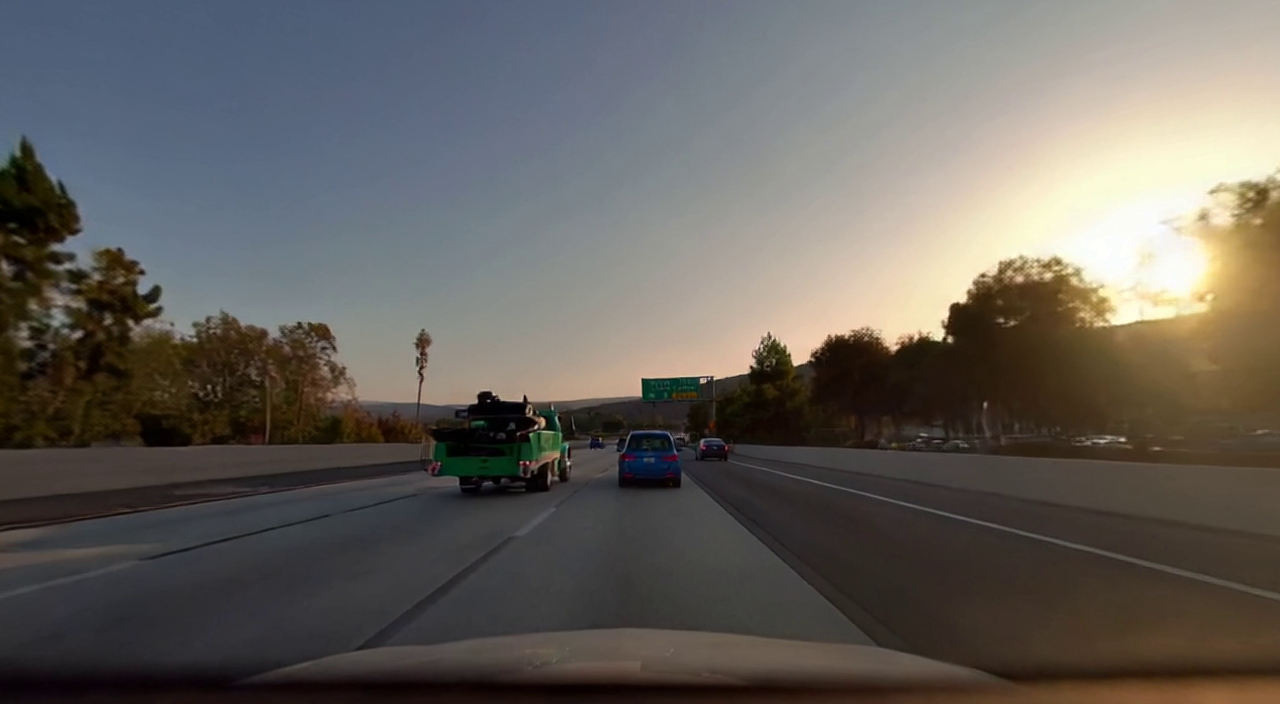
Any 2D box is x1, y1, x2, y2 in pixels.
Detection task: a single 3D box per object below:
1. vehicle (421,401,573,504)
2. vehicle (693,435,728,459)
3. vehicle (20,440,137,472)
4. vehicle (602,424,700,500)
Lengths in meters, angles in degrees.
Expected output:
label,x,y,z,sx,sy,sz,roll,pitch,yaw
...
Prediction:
label,x,y,z,sx,sy,sz,roll,pitch,yaw
vehicle,-3.305,2.516,16.024,2.526,2.146,5.594,0,-8,0
vehicle,5.175,7.054,46.750,2.079,1.656,4.506,0,-8,0
vehicle,-28.100,5.193,31.637,1.868,1.492,4.301,0,-8,1
vehicle,0.256,2.768,16.177,2.165,1.653,4.456,0,-8,0
